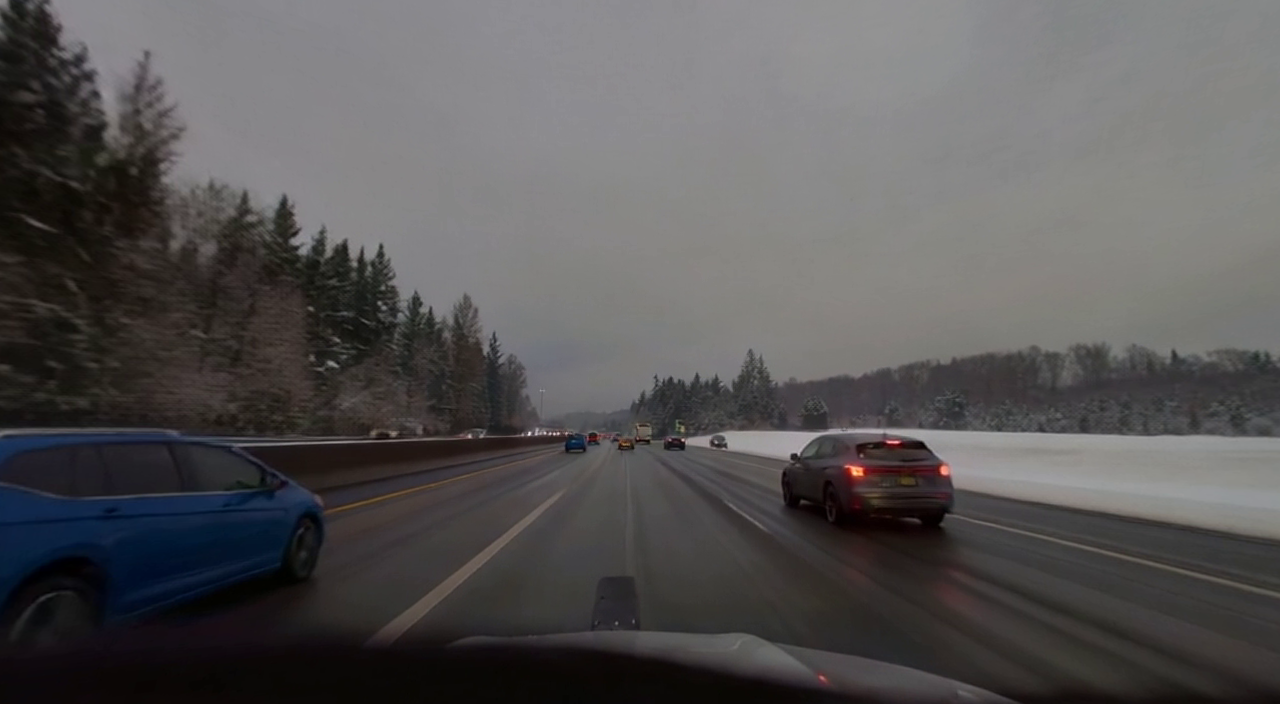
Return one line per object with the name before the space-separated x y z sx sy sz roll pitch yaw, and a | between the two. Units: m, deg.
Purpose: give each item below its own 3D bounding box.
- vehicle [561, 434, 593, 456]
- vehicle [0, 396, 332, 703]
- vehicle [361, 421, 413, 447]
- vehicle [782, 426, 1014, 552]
vehicle | -4.518 6.708 45.617 1.941 1.529 4.111 0 -8 -1
vehicle | -3.948 1.056 3.497 2.032 1.535 4.889 0 -8 0
vehicle | -14.195 4.635 35.530 1.587 1.408 3.375 0 -8 -1
vehicle | 3.640 1.954 9.771 1.883 1.536 3.792 0 -8 -2
